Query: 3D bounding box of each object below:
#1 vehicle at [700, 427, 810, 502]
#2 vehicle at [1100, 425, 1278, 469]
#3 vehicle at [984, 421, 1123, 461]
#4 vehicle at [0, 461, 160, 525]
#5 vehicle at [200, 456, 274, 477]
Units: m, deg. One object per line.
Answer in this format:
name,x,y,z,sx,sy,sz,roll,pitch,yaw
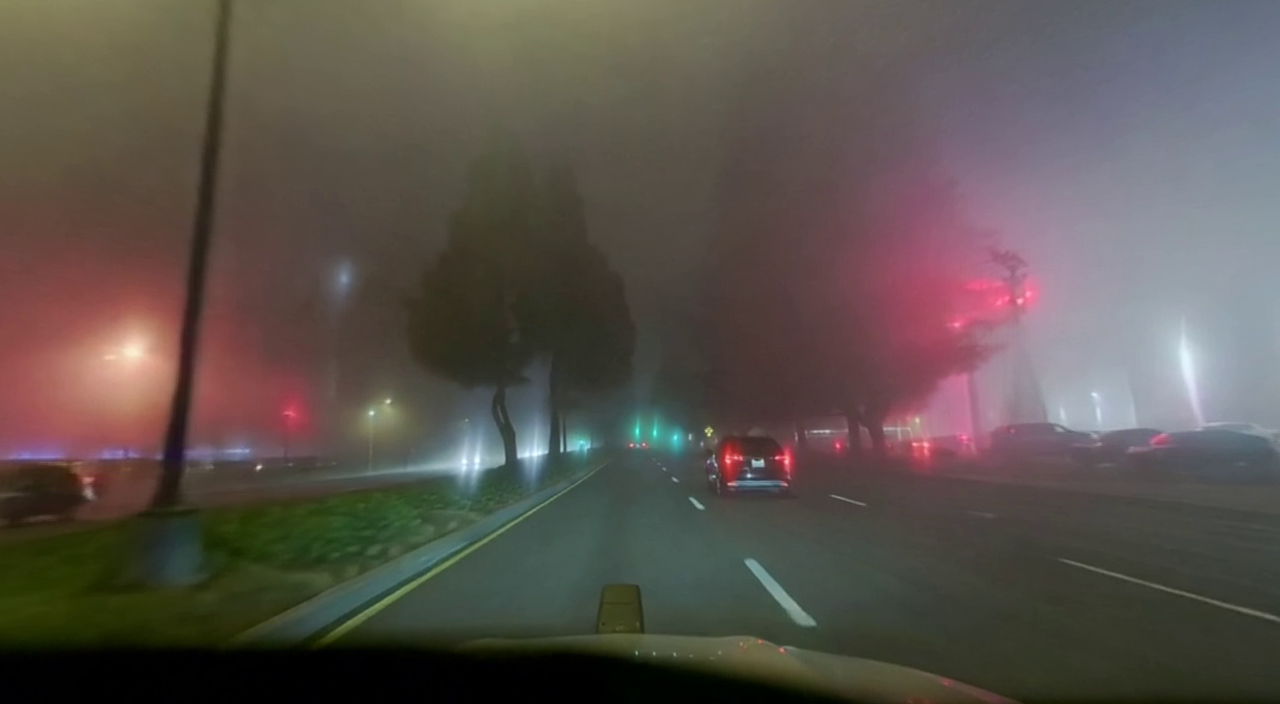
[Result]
vehicle,2.793,2.852,16.407,1.963,1.677,4.229,0,-9,-1
vehicle,19.203,3.341,22.246,4.418,1.461,2.002,0,-9,-2
vehicle,19.679,4.286,30.284,4.975,1.786,2.223,-1,-9,3
vehicle,-16.316,3.862,17.789,1.955,1.428,4.606,0,-9,0
vehicle,-29.620,8.423,46.514,4.173,1.482,1.818,0,-9,1
